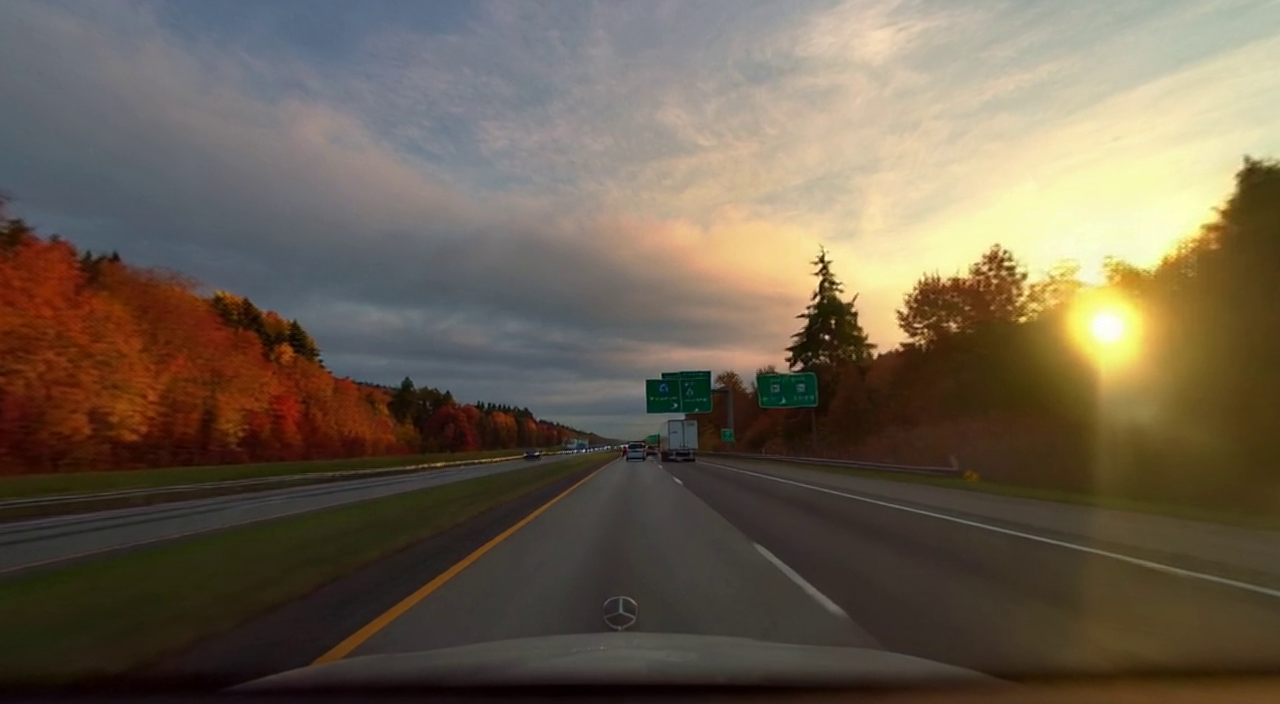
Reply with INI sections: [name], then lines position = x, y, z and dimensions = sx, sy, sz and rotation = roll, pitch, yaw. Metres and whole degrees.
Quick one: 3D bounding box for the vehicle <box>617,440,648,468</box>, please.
[vehicle]
position = -0.570, 7.442, 45.717
dimensions = 2.156, 1.886, 4.334
rotation = 0, -9, -1
